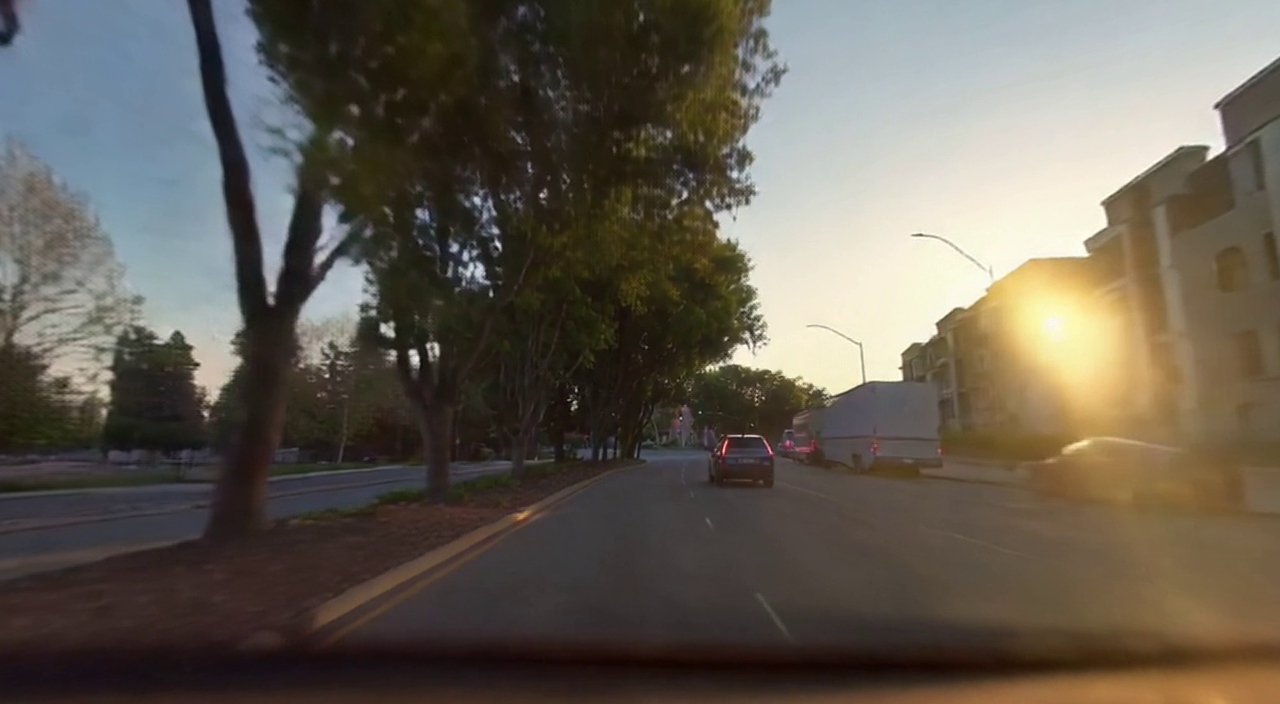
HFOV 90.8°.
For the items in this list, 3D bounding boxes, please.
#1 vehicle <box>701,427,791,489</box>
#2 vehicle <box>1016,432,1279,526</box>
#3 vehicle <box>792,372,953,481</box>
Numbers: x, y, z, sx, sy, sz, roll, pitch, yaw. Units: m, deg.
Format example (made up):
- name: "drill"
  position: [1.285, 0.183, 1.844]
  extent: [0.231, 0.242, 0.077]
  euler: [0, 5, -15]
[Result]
- name: "vehicle"
  position: [3.329, 3.455, 20.839]
  extent: [2.215, 1.812, 4.569]
  euler: [0, -9, 1]
- name: "vehicle"
  position: [9.979, 2.444, 12.834]
  extent: [1.870, 1.504, 4.823]
  euler: [0, -8, 2]
- name: "vehicle"
  position: [11.082, 4.199, 33.409]
  extent: [2.887, 4.158, 18.418]
  euler: [-1, -8, 4]
